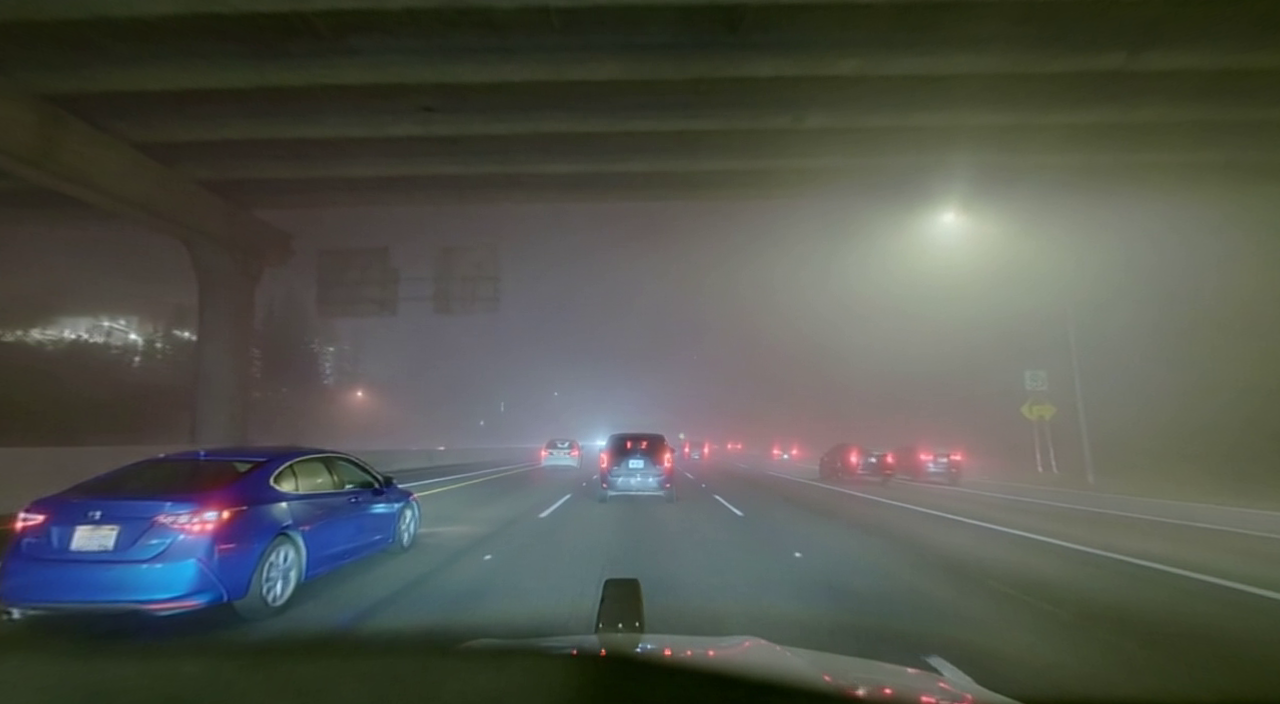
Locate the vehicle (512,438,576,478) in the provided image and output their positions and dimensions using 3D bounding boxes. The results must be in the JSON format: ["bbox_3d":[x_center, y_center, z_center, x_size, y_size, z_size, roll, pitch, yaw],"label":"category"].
[{"bbox_3d":[-3.931,4.423,26.439,1.947,1.516,4.295,0,-9,1],"label":"vehicle"}]

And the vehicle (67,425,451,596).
[{"bbox_3d":[-4.049,1.738,7.837,1.974,1.478,4.412,0,-9,0],"label":"vehicle"}]

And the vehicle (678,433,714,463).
[{"bbox_3d":[3.761,6.573,43.062,2.069,1.876,4.447,0,-9,0],"label":"vehicle"}]

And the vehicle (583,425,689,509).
[{"bbox_3d":[-0.078,2.678,15.040,2.181,1.697,4.021,0,-9,0],"label":"vehicle"}]

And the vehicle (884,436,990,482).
[{"bbox_3d":[11.488,4.158,24.728,1.992,1.625,4.359,0,-9,0],"label":"vehicle"}]

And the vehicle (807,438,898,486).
[{"bbox_3d":[7.289,3.799,21.982,1.880,1.526,3.641,0,-9,0],"label":"vehicle"}]
